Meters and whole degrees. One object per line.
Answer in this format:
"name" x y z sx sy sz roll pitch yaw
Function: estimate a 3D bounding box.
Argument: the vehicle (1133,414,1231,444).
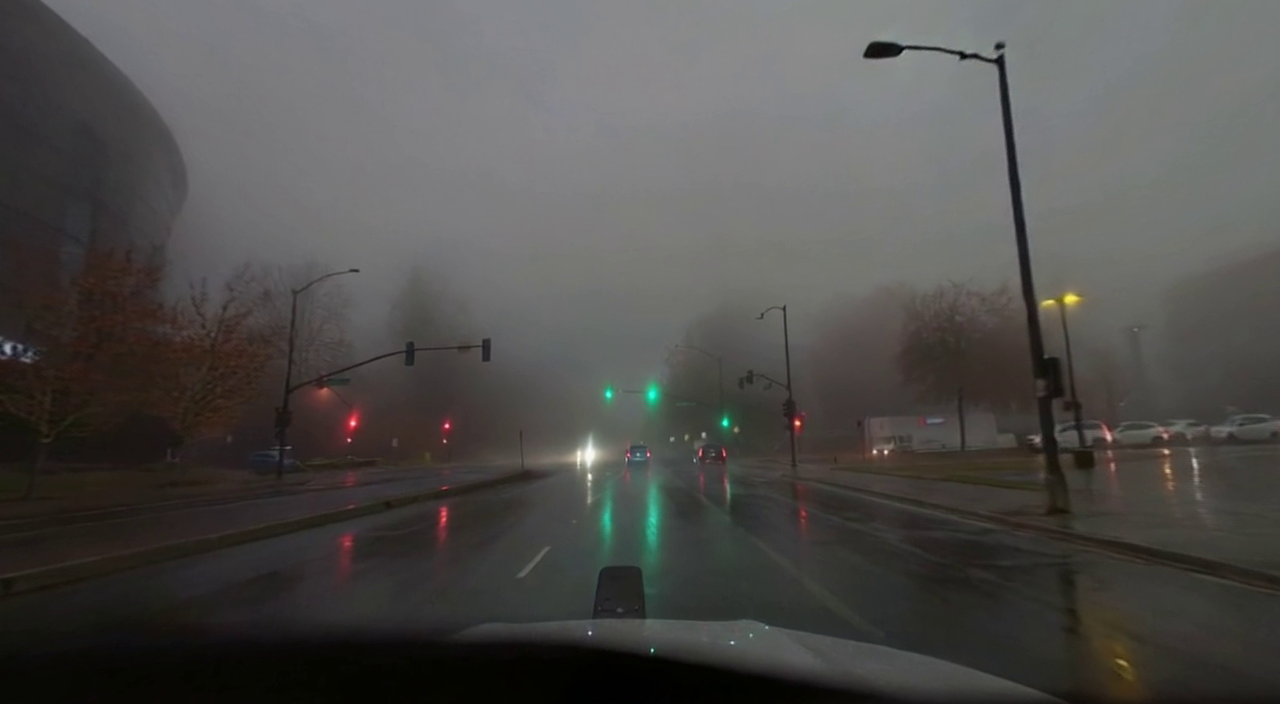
"vehicle" 30.442 4.378 35.571 1.729 1.507 4.279 -1 -9 1

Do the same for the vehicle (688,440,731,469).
"vehicle" 4.539 6.773 41.640 2.174 1.749 4.739 1 -9 -2

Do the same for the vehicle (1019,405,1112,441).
"vehicle" 23.436 3.996 34.924 1.887 1.635 4.695 1 -10 0

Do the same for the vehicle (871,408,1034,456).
"vehicle" 24.343 6.353 49.653 10.893 3.534 3.195 0 -9 4

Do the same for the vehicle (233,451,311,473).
"vehicle" -26.791 8.015 45.912 4.500 1.555 1.913 0 -9 3

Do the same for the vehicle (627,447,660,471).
"vehicle" 0.187 7.043 41.559 2.014 1.525 4.197 0 -9 -1
